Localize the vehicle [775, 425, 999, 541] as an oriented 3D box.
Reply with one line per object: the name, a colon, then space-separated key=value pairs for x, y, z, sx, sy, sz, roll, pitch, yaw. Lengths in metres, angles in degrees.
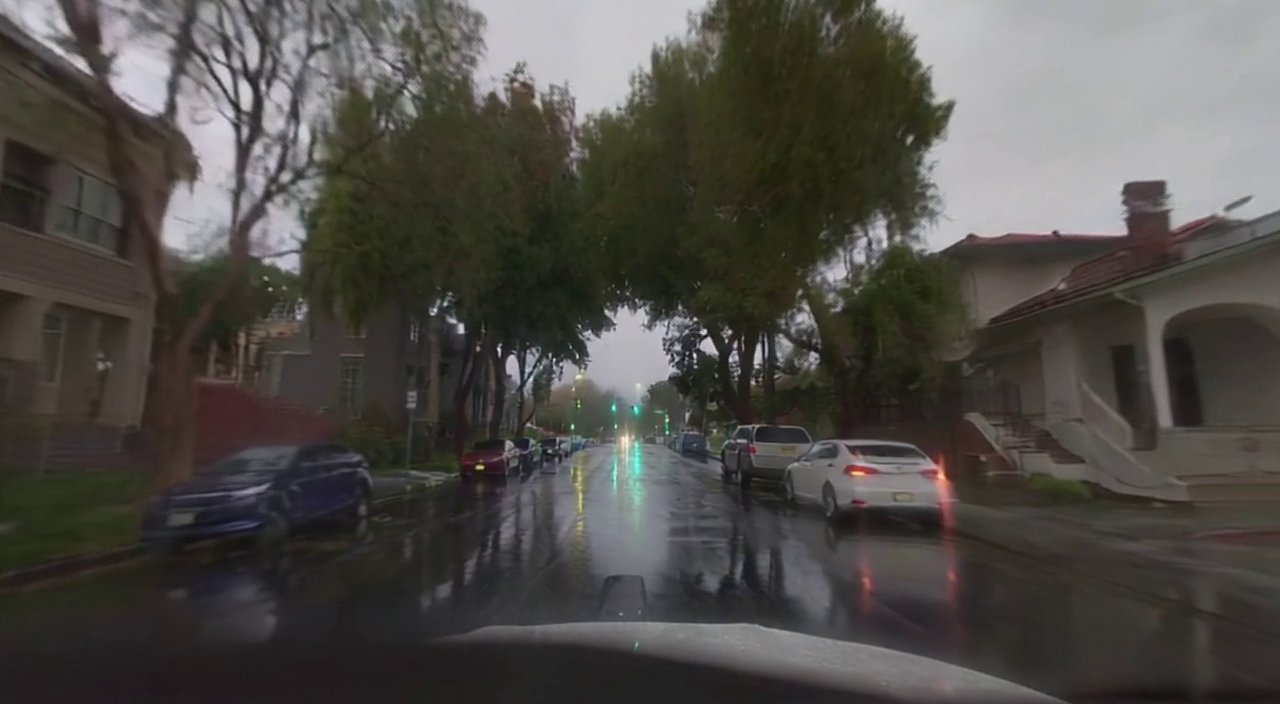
vehicle: x=3.739 y=2.056 z=10.595 sx=1.968 sy=1.505 sz=4.368 roll=0 pitch=-8 yaw=0

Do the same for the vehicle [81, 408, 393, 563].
vehicle: x=-5.906 y=2.026 z=10.183 sx=2.106 sy=1.760 sz=4.573 roll=-4 pitch=-9 yaw=-1

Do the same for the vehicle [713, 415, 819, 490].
vehicle: x=3.650 y=3.046 z=19.307 sx=2.158 sy=1.977 sz=4.750 roll=0 pitch=-8 yaw=-1

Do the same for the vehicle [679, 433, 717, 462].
vehicle: x=3.772 y=6.287 z=41.629 sx=1.952 sy=1.738 sz=4.518 roll=0 pitch=-8 yaw=-1

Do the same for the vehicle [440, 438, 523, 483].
vehicle: x=-5.755 y=3.994 z=23.524 sx=1.998 sy=1.485 sz=4.476 roll=0 pitch=-8 yaw=-1
